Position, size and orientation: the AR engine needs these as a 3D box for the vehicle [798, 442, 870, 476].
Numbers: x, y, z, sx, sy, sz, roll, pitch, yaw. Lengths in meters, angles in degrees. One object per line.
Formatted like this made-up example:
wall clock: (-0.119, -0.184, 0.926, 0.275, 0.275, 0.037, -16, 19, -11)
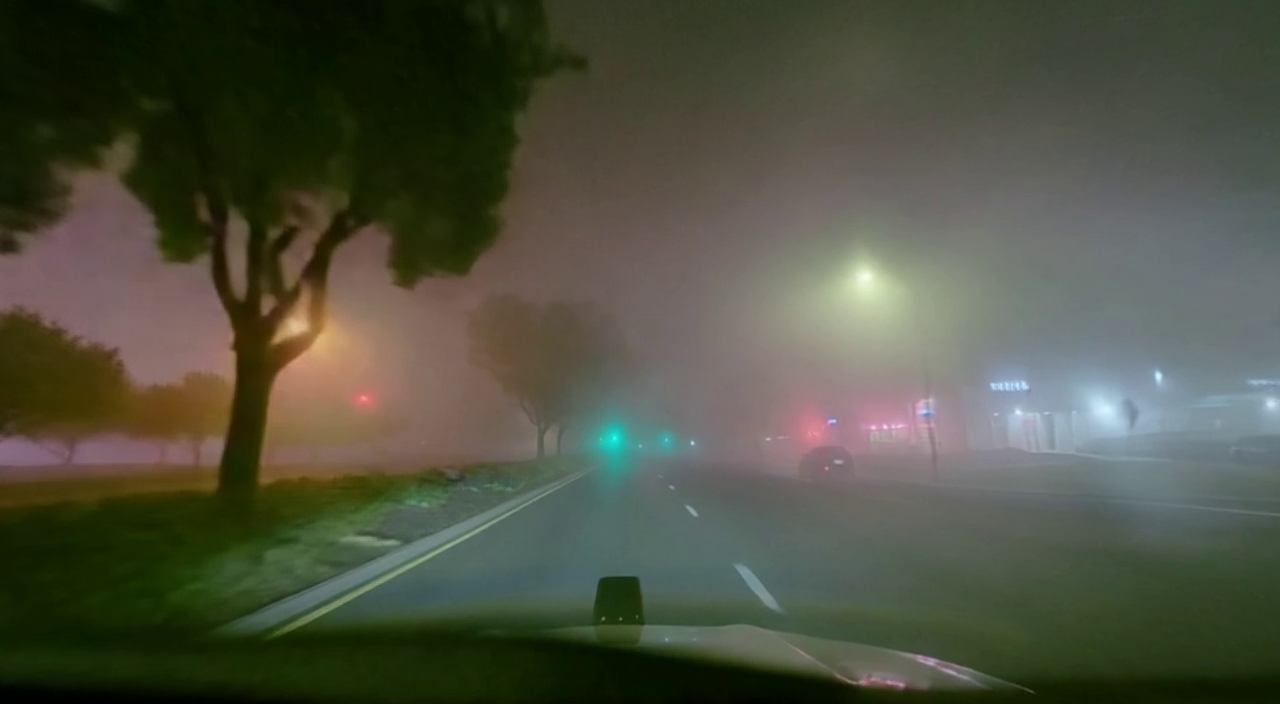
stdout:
vehicle: (9.489, 5.272, 31.327, 1.981, 1.557, 4.456, 1, -9, -3)
